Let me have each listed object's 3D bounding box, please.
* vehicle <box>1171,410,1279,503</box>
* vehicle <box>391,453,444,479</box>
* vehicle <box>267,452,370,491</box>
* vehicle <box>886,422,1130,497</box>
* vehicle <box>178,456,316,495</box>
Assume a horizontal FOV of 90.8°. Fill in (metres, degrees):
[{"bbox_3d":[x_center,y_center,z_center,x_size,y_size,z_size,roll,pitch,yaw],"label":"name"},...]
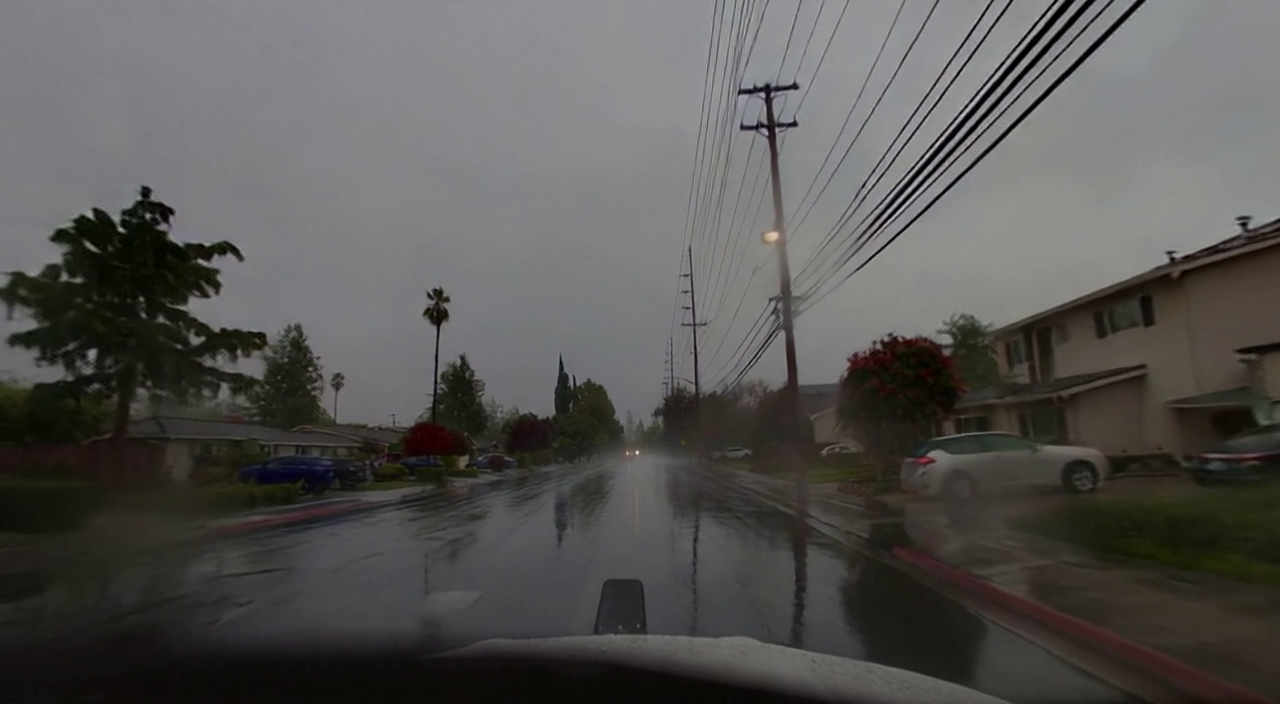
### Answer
[{"bbox_3d":[12.987,1.953,11.902,4.122,1.610,1.888,0,-9,2],"label":"vehicle"},{"bbox_3d":[-15.109,7.755,43.119,1.816,1.614,4.866,0,-9,0],"label":"vehicle"},{"bbox_3d":[-15.436,5.730,30.398,4.265,1.583,1.913,-5,-9,17],"label":"vehicle"},{"bbox_3d":[9.266,2.748,16.296,4.952,1.775,2.089,0,-9,-1],"label":"vehicle"},{"bbox_3d":[-16.586,5.212,26.854,4.519,1.508,2.018,0,-9,2],"label":"vehicle"}]
